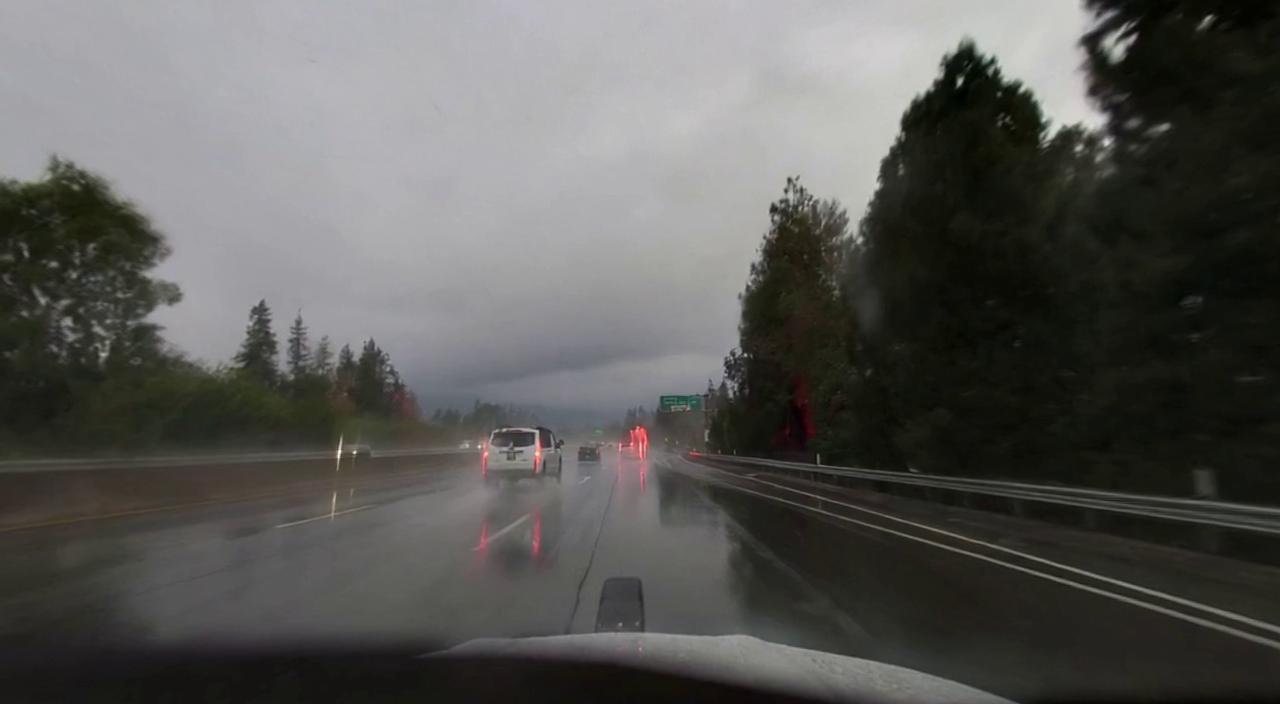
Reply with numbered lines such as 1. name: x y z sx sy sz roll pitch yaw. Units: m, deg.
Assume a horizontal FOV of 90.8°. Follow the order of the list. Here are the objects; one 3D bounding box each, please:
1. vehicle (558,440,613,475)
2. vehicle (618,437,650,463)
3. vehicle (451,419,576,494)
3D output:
1. vehicle: -2.531 5.058 30.577 2.068 1.539 4.720 0 -9 3
2. vehicle: -0.456 7.421 48.124 2.306 1.857 4.657 0 -9 0
3. vehicle: -3.627 3.175 19.418 2.497 1.957 5.432 0 -9 3
